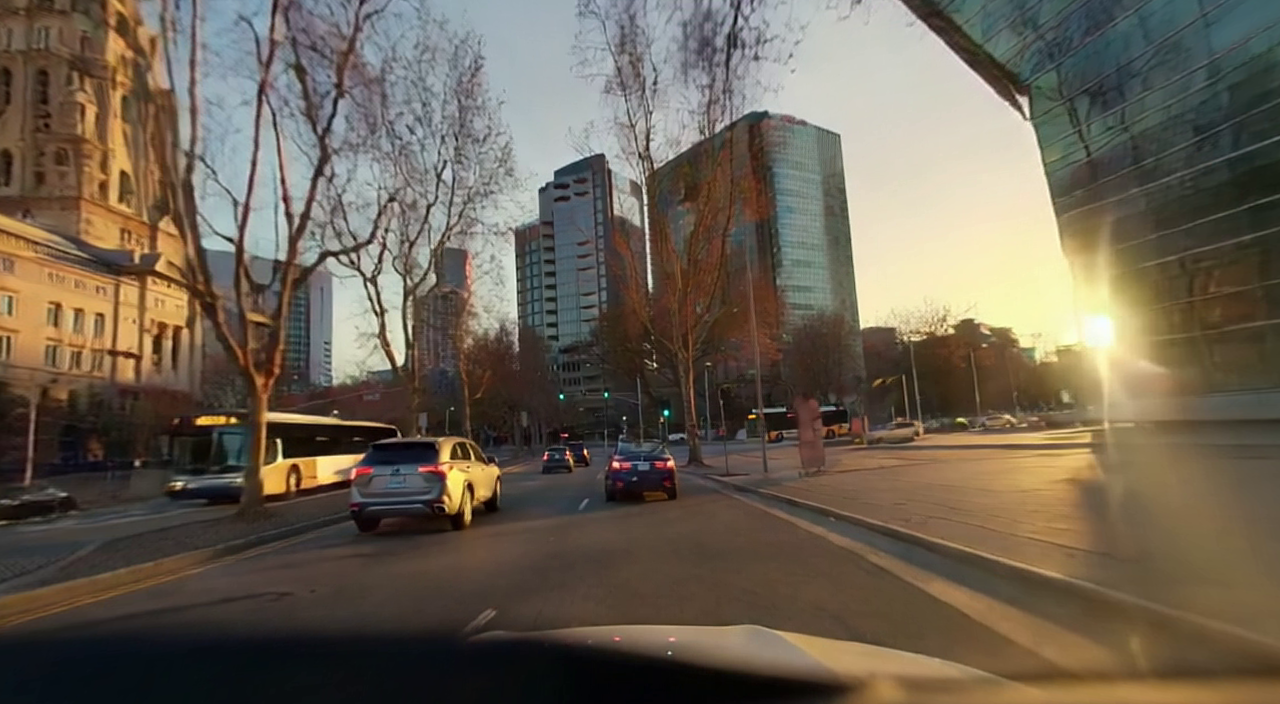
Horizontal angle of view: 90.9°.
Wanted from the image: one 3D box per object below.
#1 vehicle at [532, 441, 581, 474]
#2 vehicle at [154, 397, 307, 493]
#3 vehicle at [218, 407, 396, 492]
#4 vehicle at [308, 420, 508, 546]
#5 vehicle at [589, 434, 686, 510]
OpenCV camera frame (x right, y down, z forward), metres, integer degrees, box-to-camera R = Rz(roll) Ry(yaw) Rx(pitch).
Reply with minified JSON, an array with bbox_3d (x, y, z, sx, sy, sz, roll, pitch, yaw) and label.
[{"bbox_3d":[-4.034,5.172,31.066,1.961,1.517,4.202,0,-9,-2],"label":"vehicle"},{"bbox_3d":[-19.542,4.505,30.752,2.995,4.140,6.561,0,-8,-1],"label":"vehicle"},{"bbox_3d":[-14.941,4.570,29.677,3.063,3.298,9.918,0,-9,-1],"label":"vehicle"},{"bbox_3d":[-3.467,2.019,10.262,1.848,1.641,3.686,0,-9,-1],"label":"vehicle"},{"bbox_3d":[-0.143,2.710,14.627,1.933,1.504,3.802,0,-9,-3],"label":"vehicle"}]
